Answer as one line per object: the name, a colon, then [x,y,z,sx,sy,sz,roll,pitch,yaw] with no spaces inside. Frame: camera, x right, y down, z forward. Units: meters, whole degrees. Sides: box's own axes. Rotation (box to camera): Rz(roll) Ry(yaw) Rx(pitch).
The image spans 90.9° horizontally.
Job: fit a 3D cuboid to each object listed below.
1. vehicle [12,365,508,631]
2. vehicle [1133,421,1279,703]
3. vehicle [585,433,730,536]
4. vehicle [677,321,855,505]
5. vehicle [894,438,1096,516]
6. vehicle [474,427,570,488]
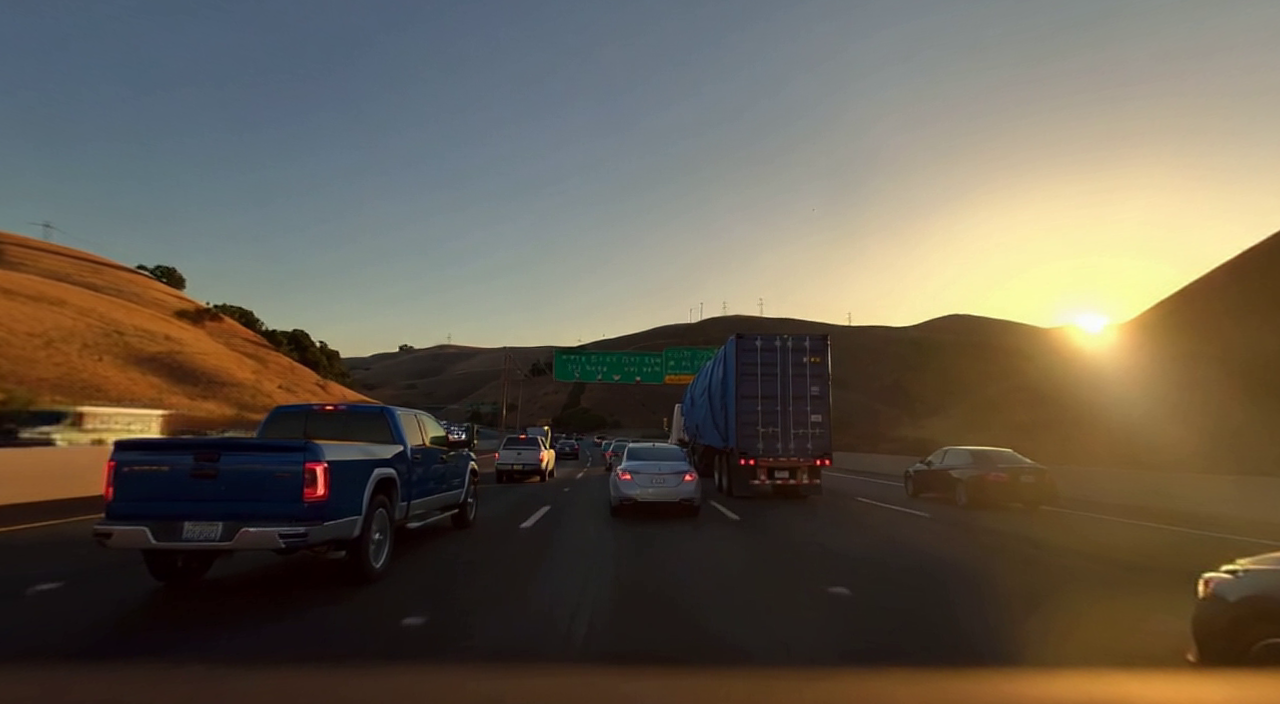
vehicle: [-3.288,1.422,7.272,2.318,1.902,5.374,0,-8,1]
vehicle: [3.594,0.751,0.759,2.169,1.447,4.817,0,-8,1]
vehicle: [0.207,2.214,11.189,2.105,1.471,3.978,0,-8,-1]
vehicle: [3.119,2.106,19.597,2.759,4.098,10.906,0,-8,-3]
vehicle: [7.754,2.733,14.378,2.092,1.495,4.194,0,-8,-1]
vehicle: [-3.825,3.536,21.508,2.348,1.821,5.061,0,-8,-1]
